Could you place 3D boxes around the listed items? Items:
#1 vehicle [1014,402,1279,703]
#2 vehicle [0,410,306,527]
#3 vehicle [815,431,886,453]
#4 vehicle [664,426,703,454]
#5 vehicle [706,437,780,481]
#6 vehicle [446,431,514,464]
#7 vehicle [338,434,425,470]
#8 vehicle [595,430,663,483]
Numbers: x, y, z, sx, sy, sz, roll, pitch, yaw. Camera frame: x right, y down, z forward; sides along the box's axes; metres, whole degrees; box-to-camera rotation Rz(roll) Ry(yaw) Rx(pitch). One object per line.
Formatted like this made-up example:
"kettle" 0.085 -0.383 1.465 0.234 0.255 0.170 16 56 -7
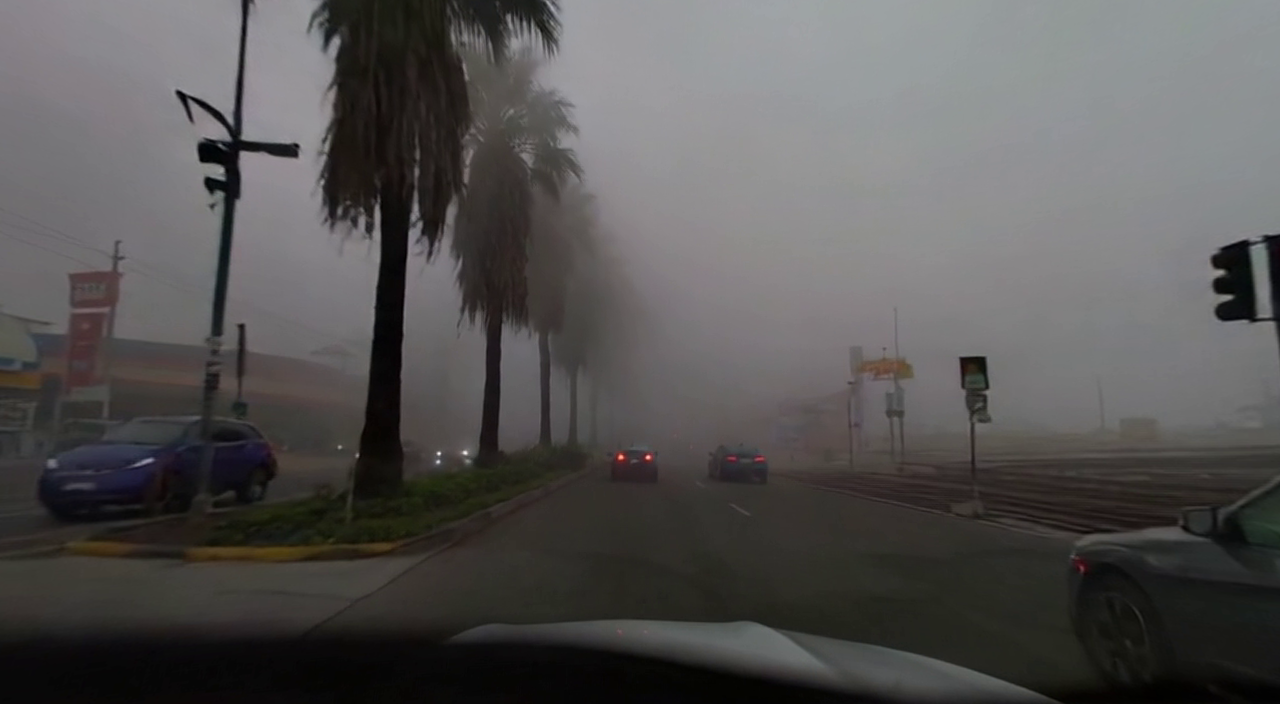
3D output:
"vehicle" 3.535 0.881 2.084 1.987 1.474 4.198 0 -8 -1
"vehicle" -8.772 2.092 11.957 1.980 1.719 4.963 -1 -8 3
"vehicle" 14.627 6.285 44.048 4.293 1.438 1.773 0 -8 0
"vehicle" 2.966 6.235 44.660 2.299 1.803 5.434 0 -8 -1
"vehicle" 3.633 3.847 23.020 1.889 1.448 4.262 0 -8 -1
"vehicle" -7.873 4.747 31.566 2.052 1.483 4.751 0 -8 1
"vehicle" -11.445 4.464 28.356 1.865 1.472 4.532 0 -8 1
"vehicle" -0.458 3.394 20.855 2.021 1.550 4.090 0 -8 -4
